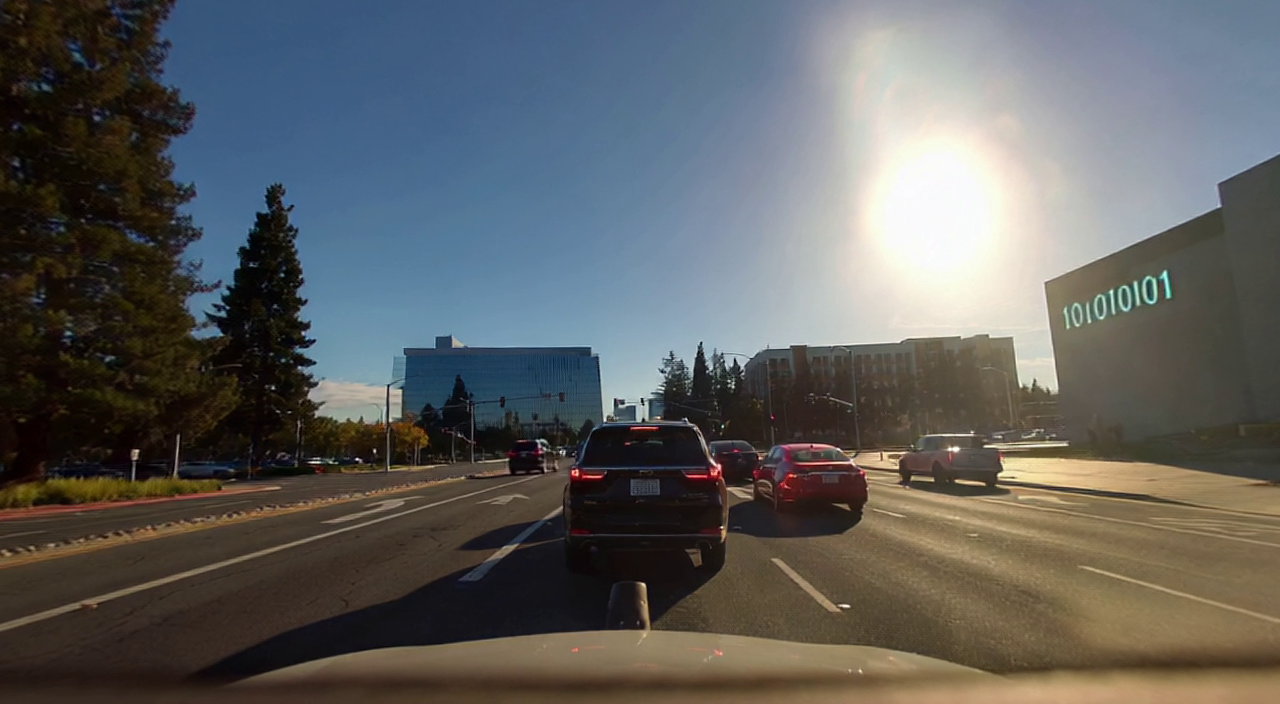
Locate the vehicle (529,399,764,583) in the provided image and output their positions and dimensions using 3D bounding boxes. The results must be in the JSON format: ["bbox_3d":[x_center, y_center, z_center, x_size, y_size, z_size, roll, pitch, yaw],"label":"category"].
[{"bbox_3d":[0.055,1.657,8.269,2.266,1.762,4.131,0,-9,0],"label":"vehicle"}]

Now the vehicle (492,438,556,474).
[{"bbox_3d":[-6.330,5.768,35.225,2.555,1.819,5.145,0,-9,0],"label":"vehicle"}]

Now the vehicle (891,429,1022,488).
[{"bbox_3d":[10.840,3.693,22.137,2.123,1.812,4.553,0,-9,-1],"label":"vehicle"}]

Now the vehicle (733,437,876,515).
[{"bbox_3d":[3.485,2.704,14.338,1.997,1.471,4.321,0,-9,-1],"label":"vehicle"}]
